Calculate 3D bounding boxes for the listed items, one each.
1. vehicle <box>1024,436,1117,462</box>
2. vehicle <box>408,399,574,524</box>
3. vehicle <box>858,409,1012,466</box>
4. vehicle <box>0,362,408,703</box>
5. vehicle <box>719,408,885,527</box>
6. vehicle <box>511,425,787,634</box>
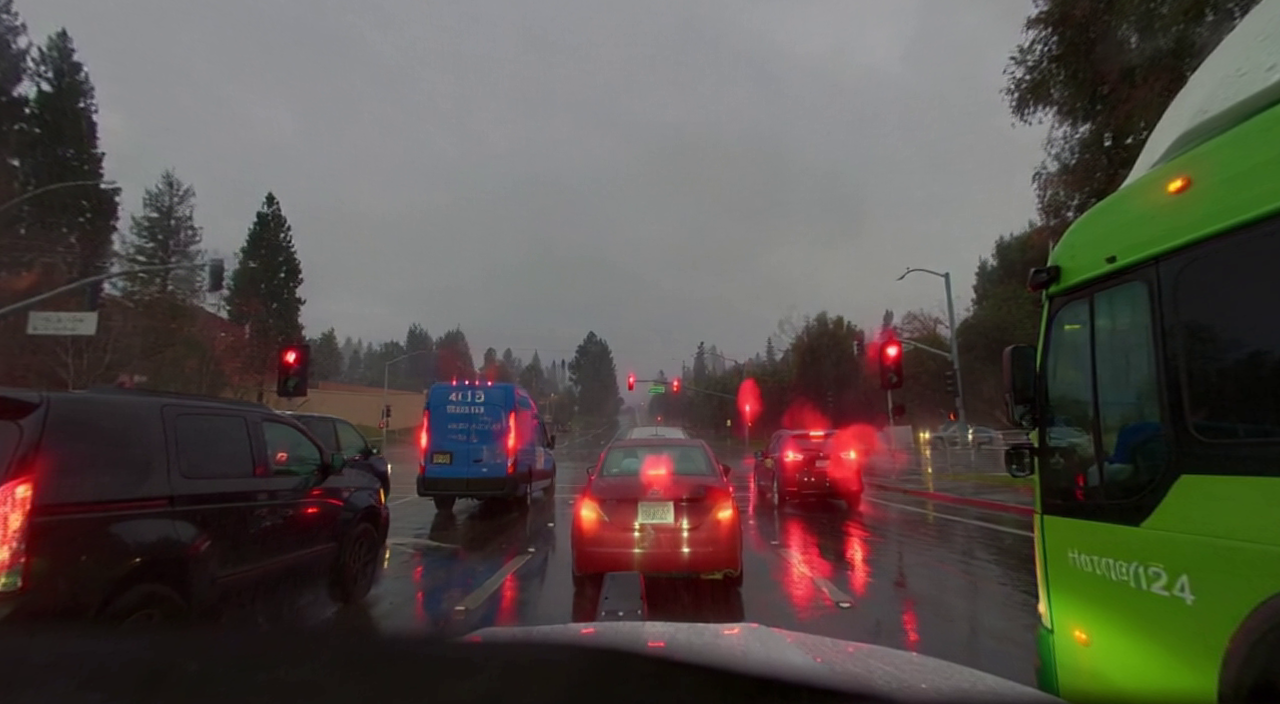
[{"bbox_3d":[25.840,5.822,38.006,4.229,1.489,1.794,0,-8,-2],"label":"vehicle"},{"bbox_3d":[-2.937,2.353,13.972,2.335,2.221,5.165,0,-8,1],"label":"vehicle"},{"bbox_3d":[17.570,5.137,37.923,7.839,3.213,2.628,0,-8,-3],"label":"vehicle"},{"bbox_3d":[-3.415,1.181,4.634,1.921,1.701,3.989,0,-8,-1],"label":"vehicle"},{"bbox_3d":[3.137,2.396,13.666,2.143,2.036,5.367,0,-8,0],"label":"vehicle"},{"bbox_3d":[0.055,1.550,6.428,1.976,1.485,3.624,0,-8,0],"label":"vehicle"}]
